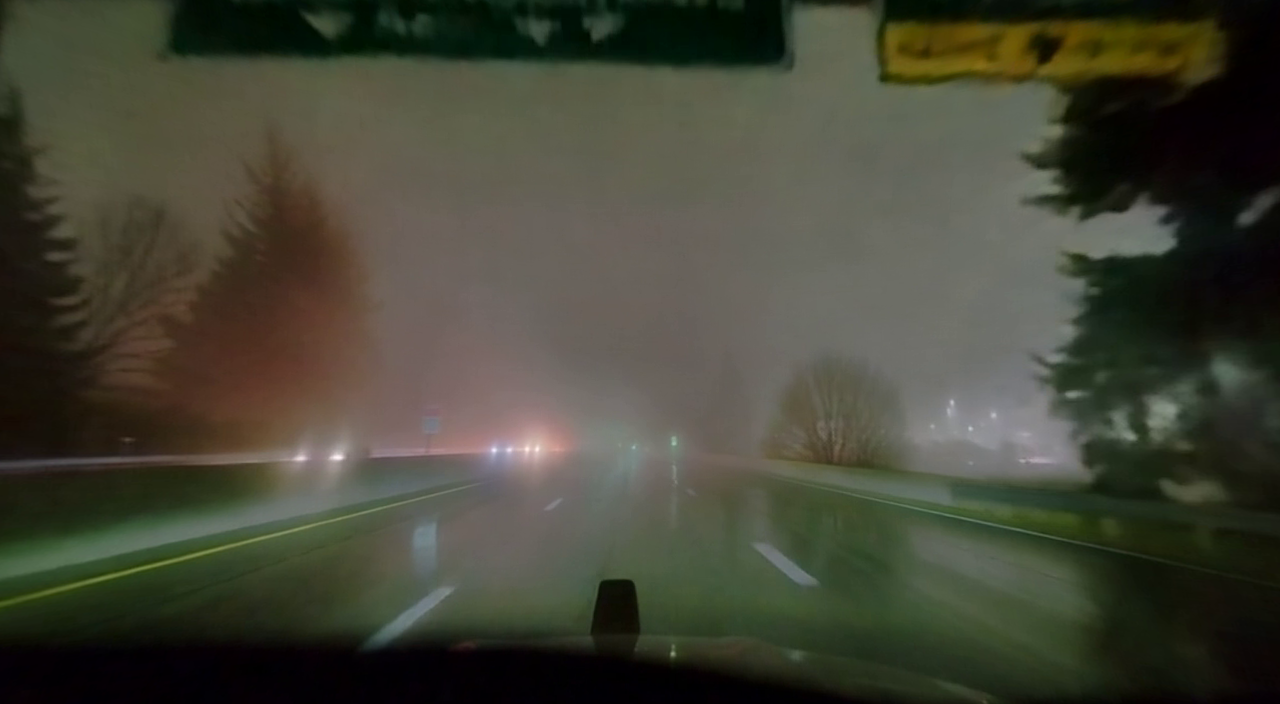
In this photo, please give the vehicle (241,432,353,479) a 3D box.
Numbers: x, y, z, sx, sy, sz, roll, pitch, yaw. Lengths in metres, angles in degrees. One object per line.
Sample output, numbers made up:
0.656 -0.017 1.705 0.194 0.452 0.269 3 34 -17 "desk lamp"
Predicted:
-12.340 3.763 22.873 1.851 1.525 4.105 0 -9 -2 "vehicle"
